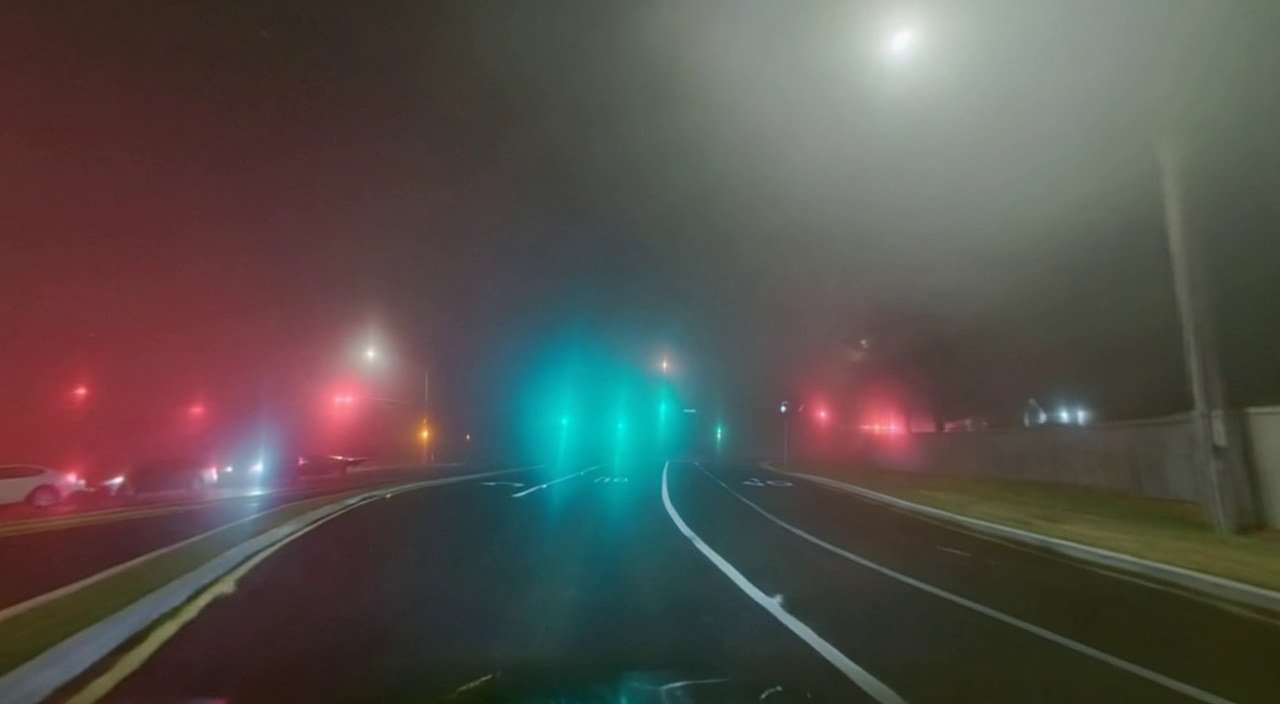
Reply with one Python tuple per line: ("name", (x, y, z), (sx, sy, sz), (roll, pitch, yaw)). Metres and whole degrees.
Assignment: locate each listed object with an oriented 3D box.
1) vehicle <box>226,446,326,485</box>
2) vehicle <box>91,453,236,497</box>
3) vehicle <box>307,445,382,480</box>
("vehicle", (-18.974, 5.879, 33.146), (2.148, 1.856, 4.632), (-1, -8, 5))
("vehicle", (-19.402, 4.991, 26.018), (1.883, 1.506, 4.863), (0, -8, 5))
("vehicle", (-18.224, 6.812, 39.112), (2.050, 1.697, 4.838), (-4, -6, 5))
